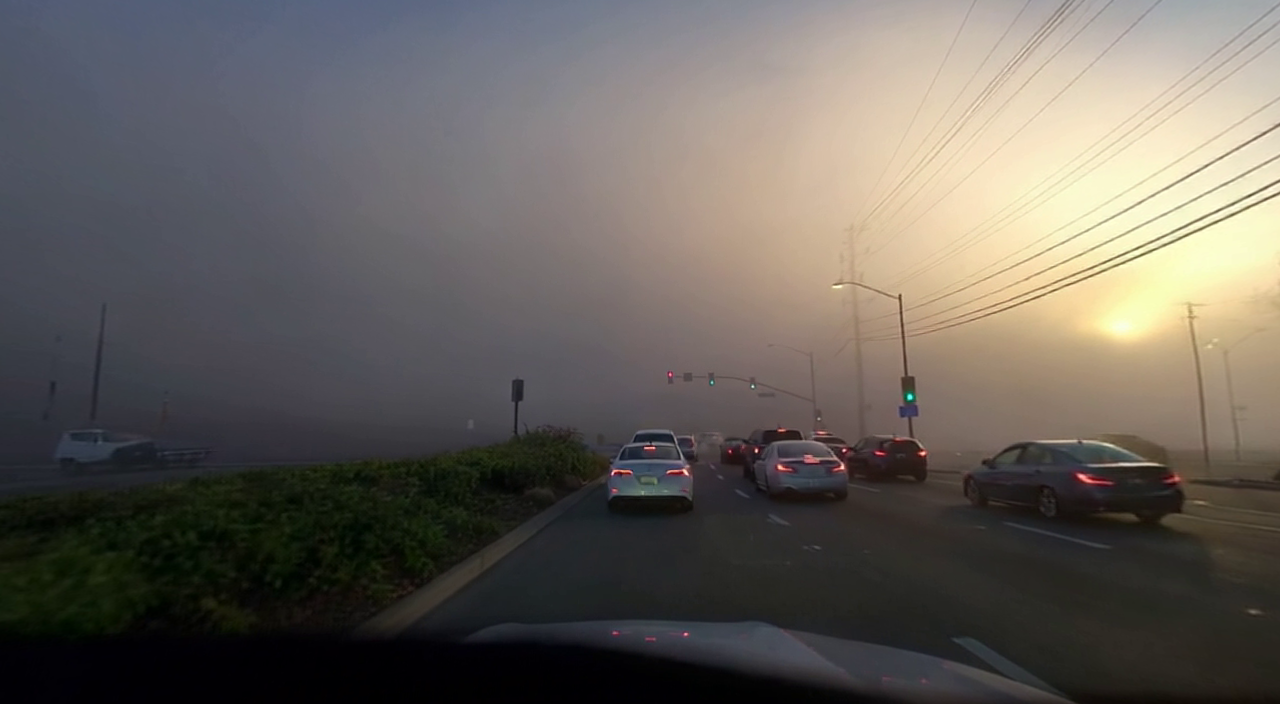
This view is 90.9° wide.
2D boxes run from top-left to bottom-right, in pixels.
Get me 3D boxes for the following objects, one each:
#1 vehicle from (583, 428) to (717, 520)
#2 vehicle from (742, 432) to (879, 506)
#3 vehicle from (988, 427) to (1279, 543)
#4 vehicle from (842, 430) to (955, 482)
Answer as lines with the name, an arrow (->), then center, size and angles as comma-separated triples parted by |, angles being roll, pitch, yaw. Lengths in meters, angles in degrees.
vehicle -> 0.184, 2.351, 12.703 | 2.208, 1.498, 4.401 | 0, -8, 1
vehicle -> 3.804, 2.697, 14.985 | 2.028, 1.454, 4.531 | 0, -8, 1
vehicle -> 7.945, 2.063, 10.460 | 1.905, 1.483, 4.469 | -1, -8, 2
vehicle -> 8.608, 3.509, 21.516 | 1.966, 1.536, 4.666 | 0, -8, 1
